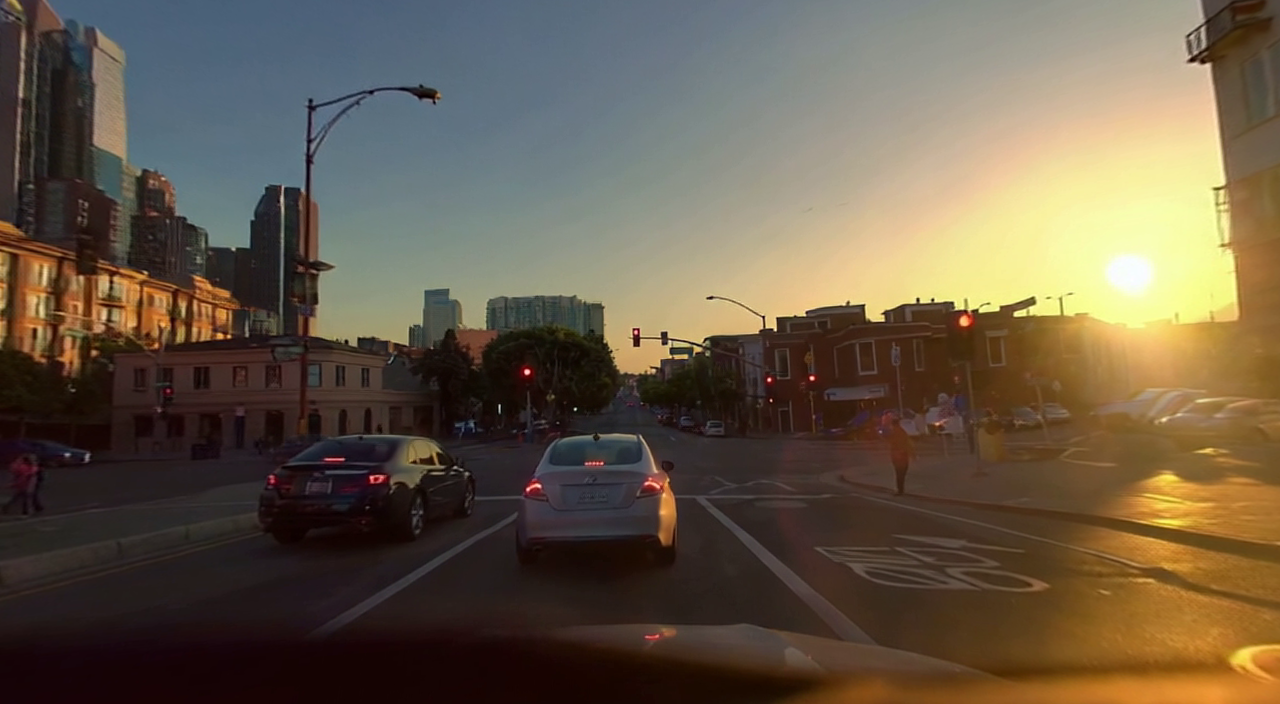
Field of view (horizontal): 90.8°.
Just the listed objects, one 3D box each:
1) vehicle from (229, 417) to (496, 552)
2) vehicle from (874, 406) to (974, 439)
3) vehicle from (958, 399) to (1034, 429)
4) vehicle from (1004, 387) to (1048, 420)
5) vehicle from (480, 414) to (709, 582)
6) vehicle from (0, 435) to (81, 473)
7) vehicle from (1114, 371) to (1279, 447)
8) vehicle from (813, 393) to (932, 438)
[{"bbox_3d":[-3.696,1.852,9.519,1.934,1.522,4.464,0,-8,1],"label":"vehicle"},{"bbox_3d":[15.112,3.800,33.625,4.775,1.604,1.915,3,-9,-20],"label":"vehicle"},{"bbox_3d":[21.161,3.740,37.482,5.017,1.542,2.055,7,-11,-38],"label":"vehicle"},{"bbox_3d":[27.041,3.661,44.156,2.152,1.993,5.078,-6,-10,34],"label":"vehicle"},{"bbox_3d":[-0.428,1.622,7.790,2.082,1.520,3.896,0,-8,0],"label":"vehicle"},{"bbox_3d":[-32.418,5.328,33.033,4.280,1.857,2.136,0,-8,1],"label":"vehicle"},{"bbox_3d":[21.692,2.220,23.985,5.756,2.653,2.403,1,-9,-11],"label":"vehicle"},{"bbox_3d":[13.784,3.849,37.493,6.541,2.480,2.259,3,-9,-19],"label":"vehicle"}]
